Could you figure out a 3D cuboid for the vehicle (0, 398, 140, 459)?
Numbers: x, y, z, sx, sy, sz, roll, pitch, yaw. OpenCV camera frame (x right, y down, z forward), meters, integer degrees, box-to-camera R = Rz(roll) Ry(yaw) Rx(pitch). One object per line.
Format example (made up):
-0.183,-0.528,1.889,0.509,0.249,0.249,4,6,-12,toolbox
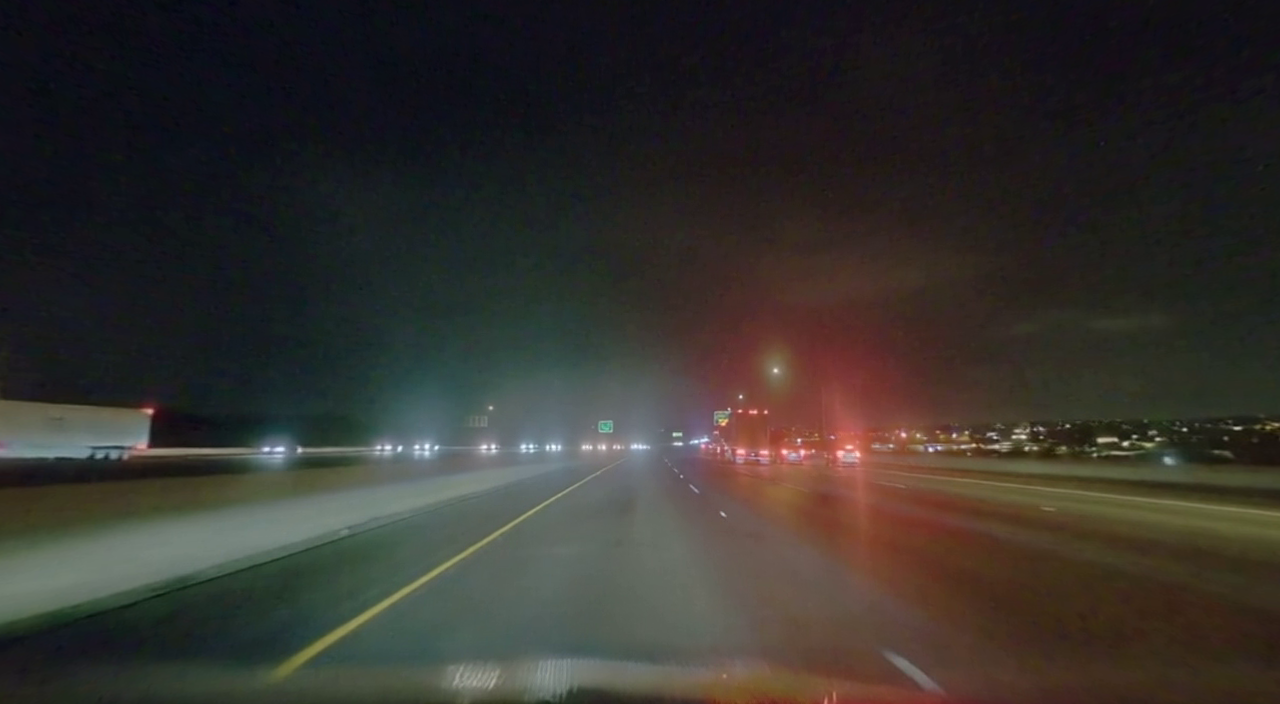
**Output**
-45.281,5.690,46.402,2.941,4.172,16.971,0,-8,1,vehicle
